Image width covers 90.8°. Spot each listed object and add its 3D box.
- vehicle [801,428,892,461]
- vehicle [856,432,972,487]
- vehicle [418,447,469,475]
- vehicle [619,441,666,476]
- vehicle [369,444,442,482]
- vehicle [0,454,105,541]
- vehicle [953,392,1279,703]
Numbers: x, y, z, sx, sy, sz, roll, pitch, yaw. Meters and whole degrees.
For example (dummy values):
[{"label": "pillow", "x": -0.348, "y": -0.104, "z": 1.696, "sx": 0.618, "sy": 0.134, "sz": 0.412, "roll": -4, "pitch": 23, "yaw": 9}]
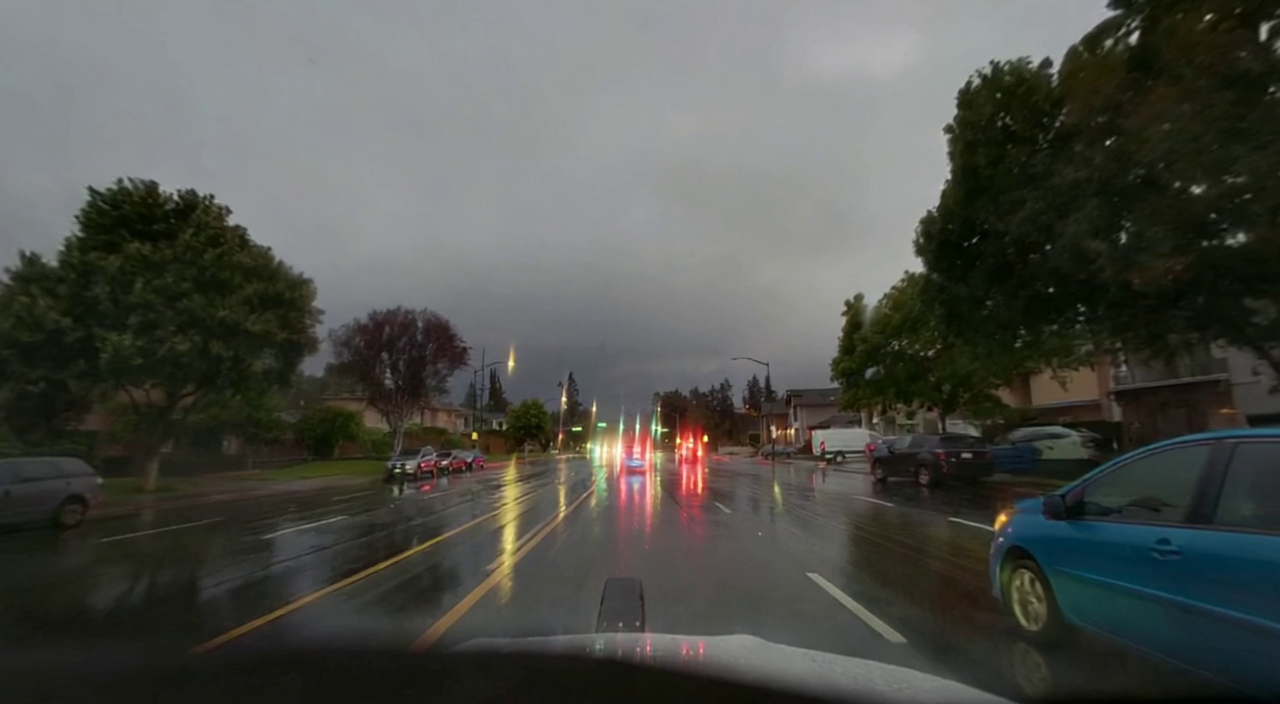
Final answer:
[{"label": "vehicle", "x": 14.728, "y": 6.639, "z": 45.360, "sx": 5.696, "sy": 2.299, "sz": 2.292, "roll": 0, "pitch": -9, "yaw": -2}, {"label": "vehicle", "x": 9.716, "y": 3.846, "z": 22.883, "sx": 2.139, "sy": 1.772, "sz": 4.468, "roll": 0, "pitch": -9, "yaw": -1}, {"label": "vehicle", "x": -14.454, "y": 8.013, "z": 46.733, "sx": 2.140, "sy": 1.899, "sz": 4.900, "roll": -1, "pitch": -9, "yaw": 0}, {"label": "vehicle", "x": 0.069, "y": 4.986, "z": 29.816, "sx": 2.093, "sy": 1.497, "sz": 4.010, "roll": 0, "pitch": -9, "yaw": -1}, {"label": "vehicle", "x": -14.527, "y": 6.885, "z": 39.558, "sx": 2.351, "sy": 2.008, "sz": 5.971, "roll": -4, "pitch": -9, "yaw": -1}, {"label": "vehicle", "x": -14.429, "y": 3.048, "z": 13.125, "sx": 2.033, "sy": 1.774, "sz": 5.266, "roll": 0, "pitch": -9, "yaw": -1}, {"label": "vehicle", "x": 3.526, "y": 0.968, "z": 2.839, "sx": 1.992, "sy": 1.505, "sz": 4.333, "roll": 0, "pitch": -9, "yaw": 0}]
